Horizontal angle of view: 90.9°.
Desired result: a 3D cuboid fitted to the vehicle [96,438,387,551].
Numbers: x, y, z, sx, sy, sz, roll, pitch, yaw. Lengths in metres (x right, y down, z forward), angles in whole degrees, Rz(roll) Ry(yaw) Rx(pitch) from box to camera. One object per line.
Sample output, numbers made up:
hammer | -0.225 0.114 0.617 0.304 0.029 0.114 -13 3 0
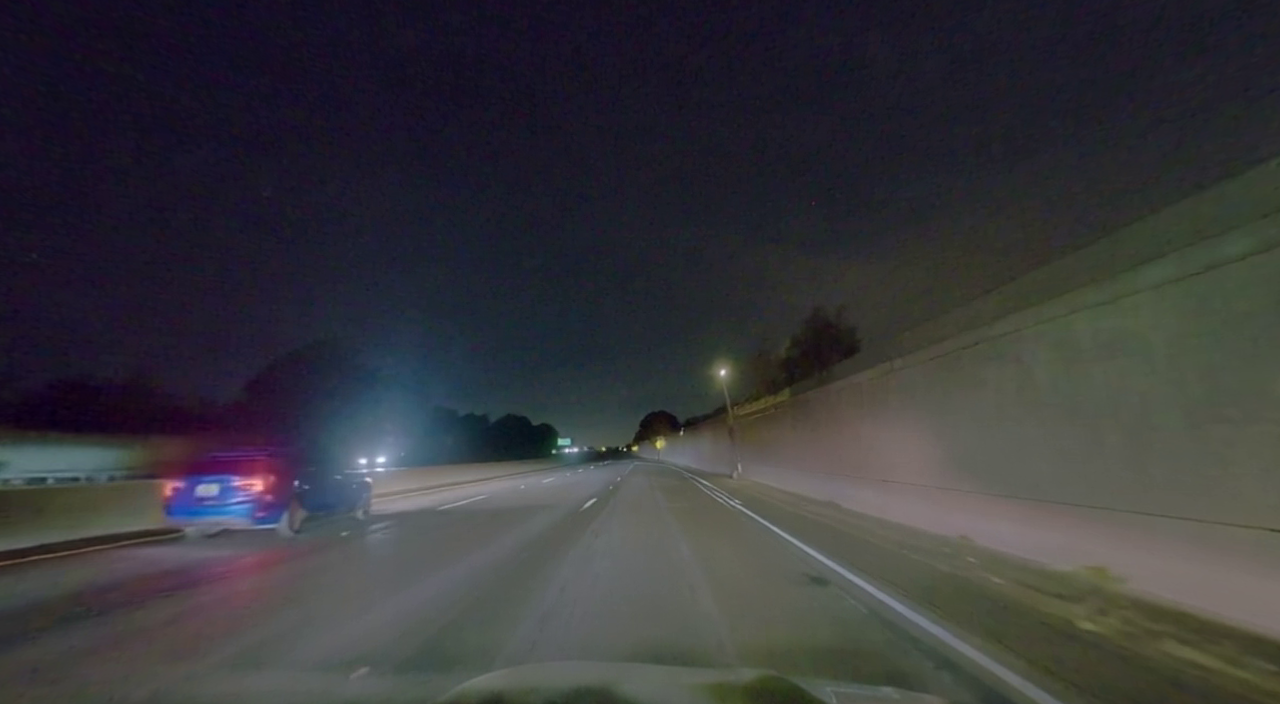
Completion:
vehicle | -6.625 2.393 11.318 2.172 1.587 4.518 -1 -9 2
